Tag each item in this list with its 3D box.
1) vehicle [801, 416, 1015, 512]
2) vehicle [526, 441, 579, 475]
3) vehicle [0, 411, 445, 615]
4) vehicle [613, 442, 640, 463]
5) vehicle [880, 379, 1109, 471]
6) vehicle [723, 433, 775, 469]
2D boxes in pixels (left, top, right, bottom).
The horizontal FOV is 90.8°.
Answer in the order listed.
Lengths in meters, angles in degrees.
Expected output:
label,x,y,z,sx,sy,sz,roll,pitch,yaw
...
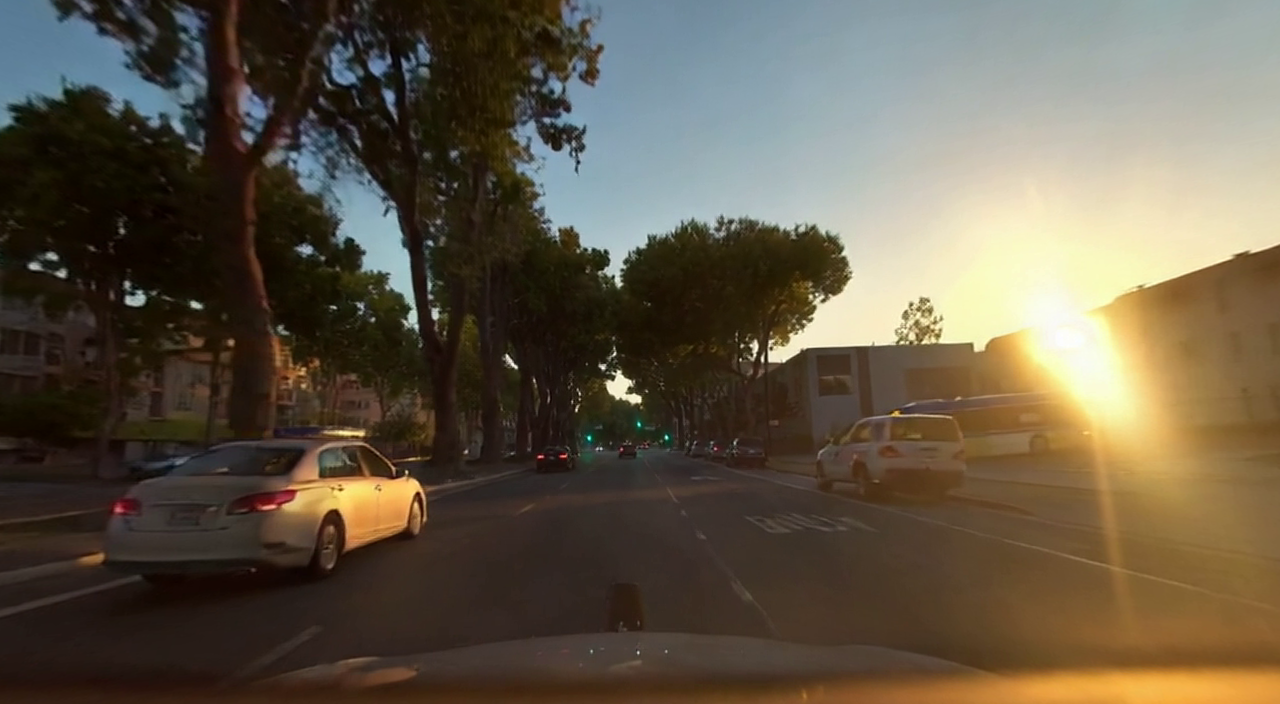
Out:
label,x,y,z,sx,sy,sz,roll,pitch,yaw
vehicle,5.913,2.601,15.193,2.390,1.816,6.050,0,-9,-1
vehicle,-4.118,5.063,30.424,1.934,1.522,4.287,0,-9,0
vehicle,-3.870,1.554,7.075,1.995,1.524,4.438,0,-9,0
vehicle,-1.020,7.589,47.814,1.999,1.520,3.896,0,-9,-1
vehicle,14.816,3.095,26.890,7.722,2.908,3.067,-6,-7,-4
vehicle,5.868,5.417,34.597,1.945,1.829,4.305,0,-9,-2
